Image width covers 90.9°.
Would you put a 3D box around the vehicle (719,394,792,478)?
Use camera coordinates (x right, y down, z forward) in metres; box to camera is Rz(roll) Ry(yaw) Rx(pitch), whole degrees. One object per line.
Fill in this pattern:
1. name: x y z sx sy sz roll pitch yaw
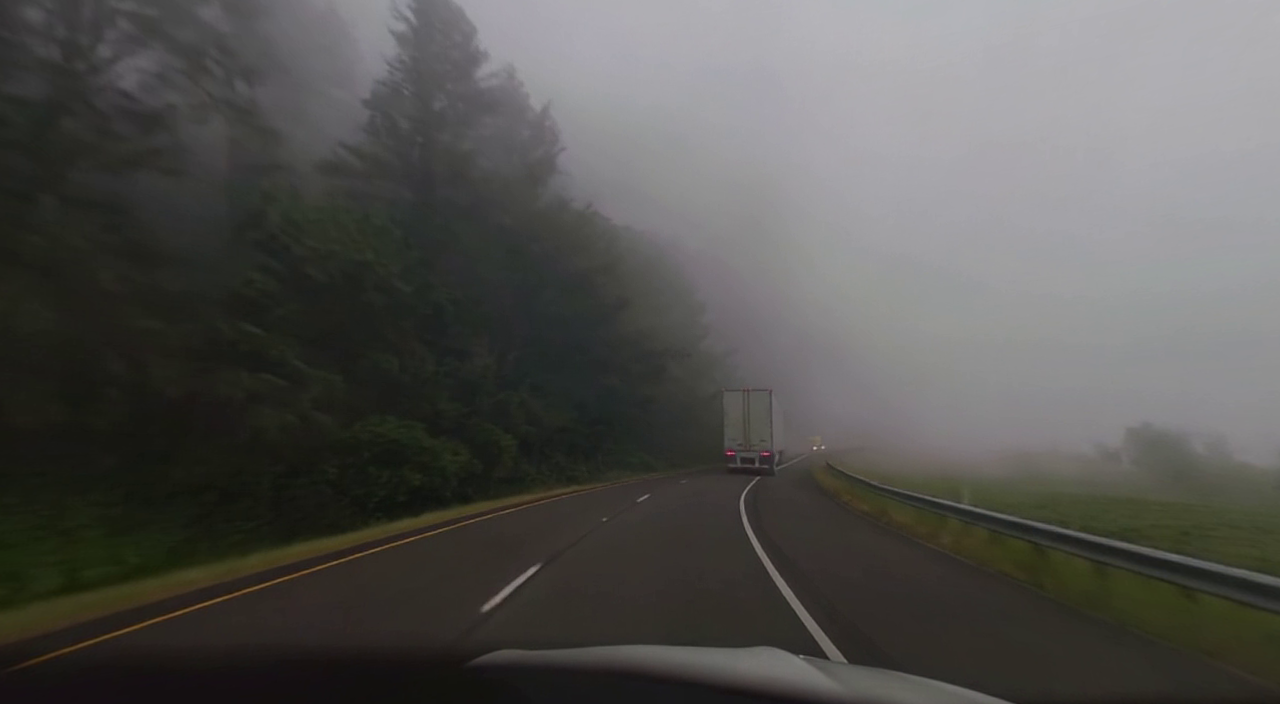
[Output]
1. vehicle: 7.447 5.306 38.704 3.087 4.178 13.682 -3 -9 15
